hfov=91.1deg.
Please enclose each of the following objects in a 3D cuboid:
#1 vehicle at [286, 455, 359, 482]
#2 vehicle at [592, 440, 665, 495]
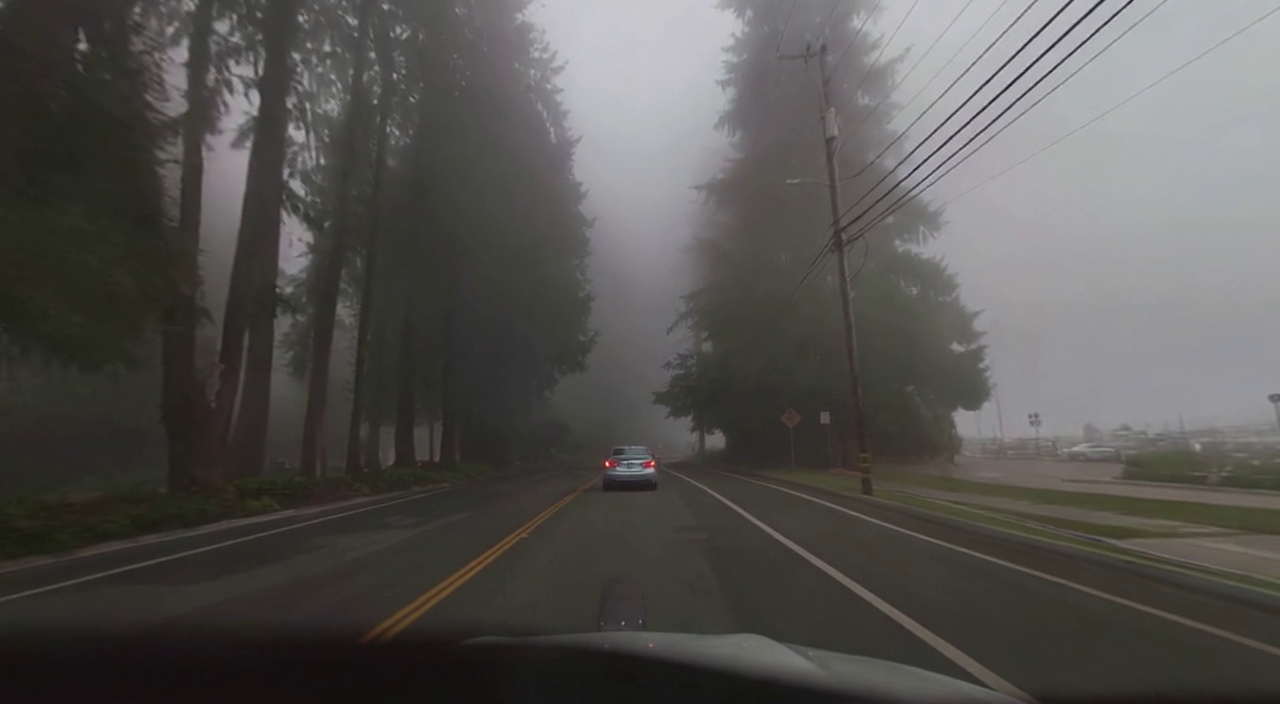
[{"bbox_3d":[-19.331,7.076,38.442,1.934,1.457,4.741,0,-9,1],"label":"vehicle"},{"bbox_3d":[-0.316,3.459,19.174,1.991,1.463,3.988,0,-8,0],"label":"vehicle"}]
